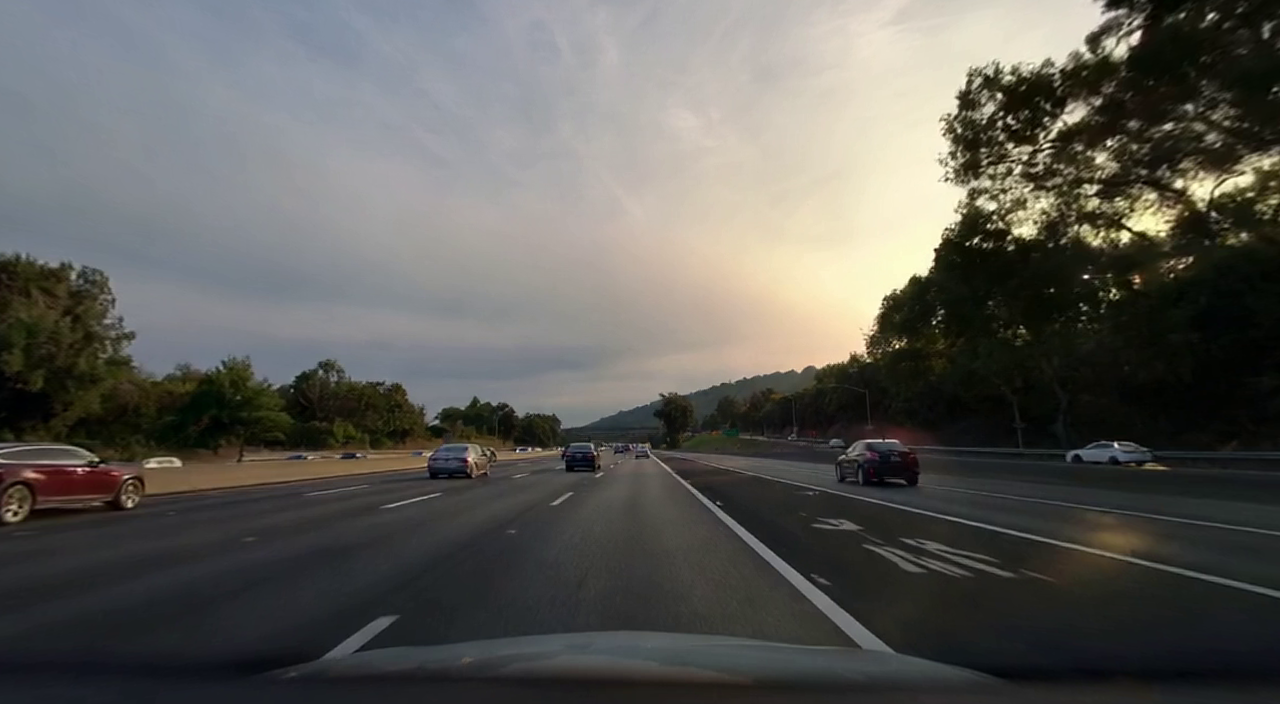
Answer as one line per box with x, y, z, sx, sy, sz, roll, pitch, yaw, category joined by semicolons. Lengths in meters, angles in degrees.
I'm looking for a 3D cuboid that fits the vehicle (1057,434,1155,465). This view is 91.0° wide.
28.502;6.001;38.751;2.051;1.728;4.927;0;-9;-3;vehicle

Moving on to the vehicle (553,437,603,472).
-3.614;6.142;37.827;2.288;1.962;5.119;0;-9;2;vehicle

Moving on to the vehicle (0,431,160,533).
-11.322;2.271;11.317;1.958;1.633;4.302;0;-9;0;vehicle

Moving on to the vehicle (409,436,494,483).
-7.647;4.412;26.007;2.087;1.755;4.457;0;-9;0;vehicle

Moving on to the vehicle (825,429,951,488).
8.464;3.715;22.117;2.259;1.816;4.862;0;-9;-2;vehicle
